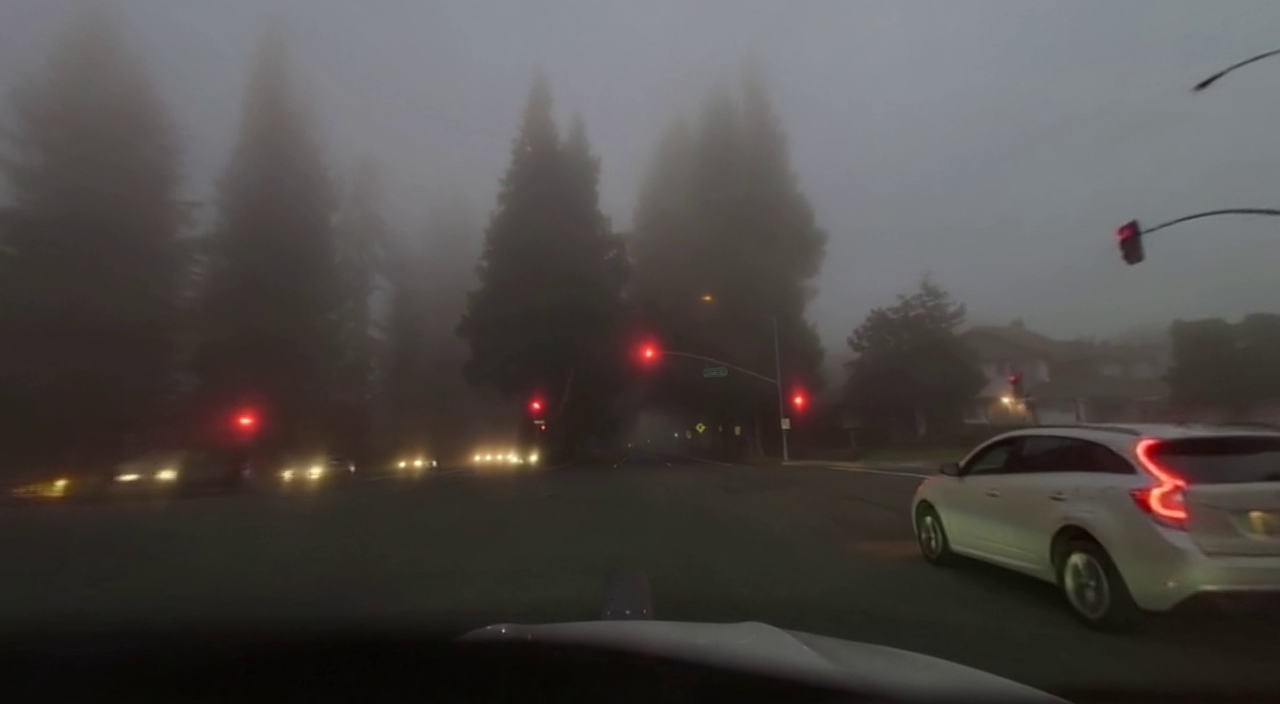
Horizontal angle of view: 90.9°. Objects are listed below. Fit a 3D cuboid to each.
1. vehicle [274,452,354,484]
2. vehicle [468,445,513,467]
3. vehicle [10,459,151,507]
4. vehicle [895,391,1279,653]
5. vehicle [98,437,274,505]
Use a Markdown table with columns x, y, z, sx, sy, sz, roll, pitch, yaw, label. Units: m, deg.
| x | y | z | sx | sy | sz | roll | pitch | yaw | label |
| --- | --- | --- | --- | --- | --- | --- | --- | --- | --- |
| -17.137 | 6.065 | 33.388 | 1.827 | 1.515 | 4.396 | 0 | -9 | 0 | vehicle |
| -10.290 | 7.186 | 43.640 | 2.029 | 1.453 | 4.188 | -1 | -9 | 1 | vehicle |
| -20.809 | 4.864 | 23.698 | 1.829 | 1.531 | 3.777 | -1 | -9 | -1 | vehicle |
| 4.102 | 1.304 | 5.718 | 2.018 | 1.591 | 3.564 | 0 | -9 | 0 | vehicle |
| -14.049 | 3.678 | 19.971 | 2.064 | 1.860 | 4.683 | 0 | -9 | 0 | vehicle |
